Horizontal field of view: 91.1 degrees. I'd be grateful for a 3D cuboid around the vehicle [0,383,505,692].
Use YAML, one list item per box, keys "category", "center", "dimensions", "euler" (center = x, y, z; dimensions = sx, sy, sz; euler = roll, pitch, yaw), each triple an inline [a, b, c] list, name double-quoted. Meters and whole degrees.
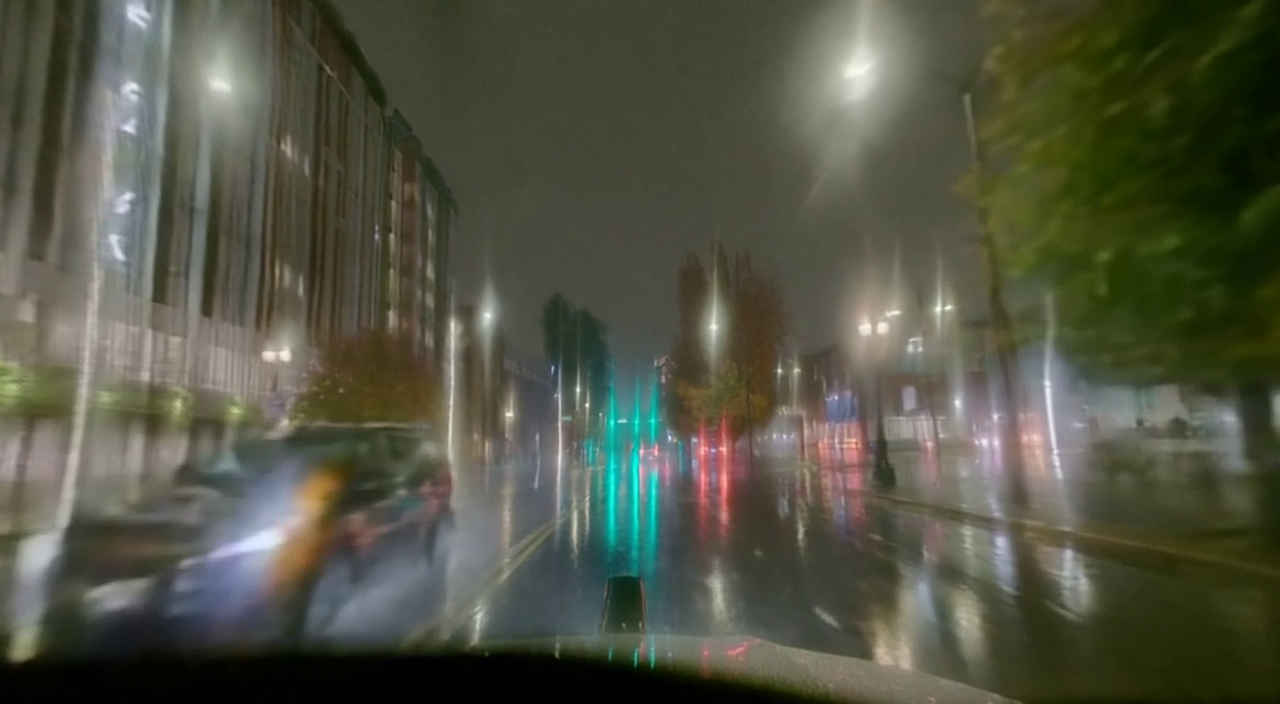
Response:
- category: "vehicle"
  center: [-2.948, 1.378, 5.855]
  dimensions: [2.332, 1.732, 4.463]
  euler: [0, -8, 1]
